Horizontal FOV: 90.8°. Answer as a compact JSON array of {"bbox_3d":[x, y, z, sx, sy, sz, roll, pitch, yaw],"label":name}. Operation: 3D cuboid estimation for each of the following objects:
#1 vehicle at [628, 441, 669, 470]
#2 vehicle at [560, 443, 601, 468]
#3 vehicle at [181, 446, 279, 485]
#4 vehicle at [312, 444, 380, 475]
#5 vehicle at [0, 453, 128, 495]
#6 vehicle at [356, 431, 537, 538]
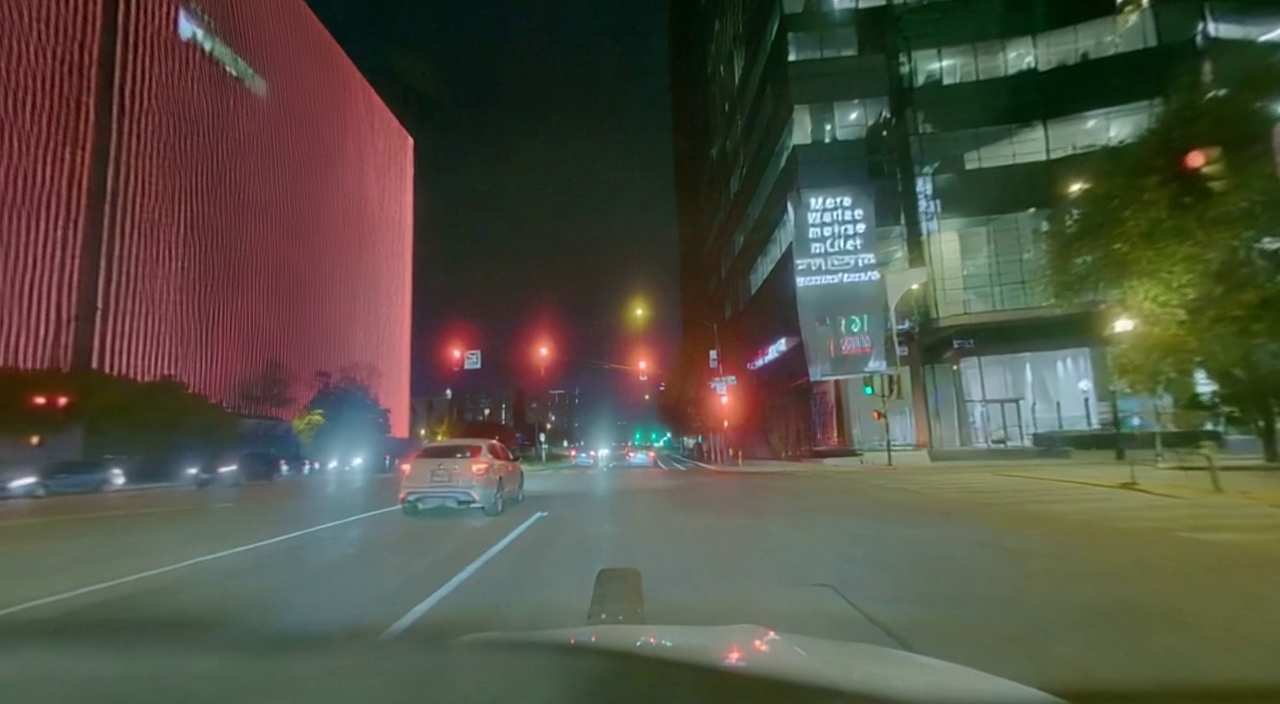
[{"bbox_3d":[0.430,5.701,35.100,2.102,1.482,4.125,0,-8,0],"label":"vehicle"},{"bbox_3d":[-3.562,6.307,38.764,2.088,1.430,4.482,0,-8,0],"label":"vehicle"},{"bbox_3d":[-20.205,5.562,31.370,1.931,1.722,4.419,0,-8,-1],"label":"vehicle"},{"bbox_3d":[-17.253,6.294,37.319,1.926,1.711,4.516,0,-8,-1],"label":"vehicle"},{"bbox_3d":[-26.741,5.611,29.416,1.902,1.670,4.607,0,-8,-1],"label":"vehicle"},{"bbox_3d":[-3.137,2.206,11.160,1.983,1.545,3.773,0,-8,0],"label":"vehicle"}]
